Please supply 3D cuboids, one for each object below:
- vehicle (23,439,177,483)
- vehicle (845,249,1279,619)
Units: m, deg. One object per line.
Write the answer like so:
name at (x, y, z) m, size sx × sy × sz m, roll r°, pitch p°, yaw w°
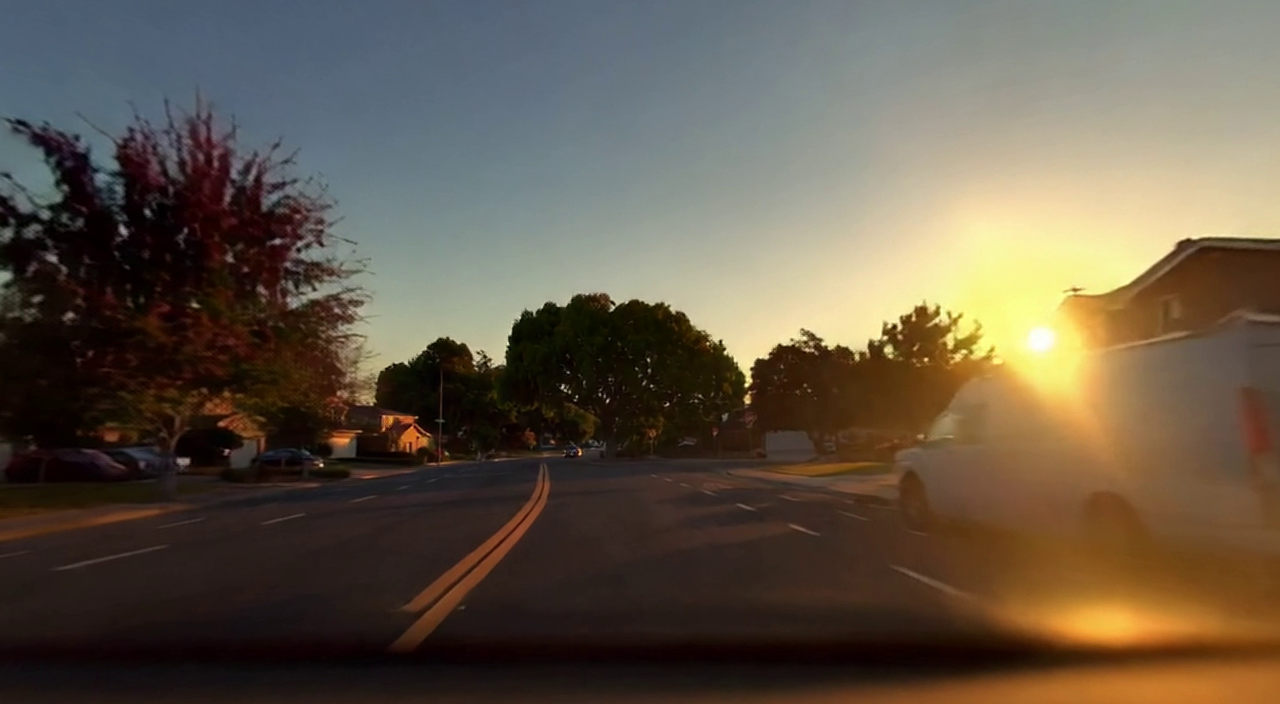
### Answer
vehicle at (-25.135, 5.055, 29.615) m, size 4.975 × 1.847 × 2.096 m, roll 0°, pitch -8°, yaw -11°
vehicle at (6.966, 1.183, 9.005) m, size 4.991 × 2.862 × 7.939 m, roll 1°, pitch -8°, yaw -4°
